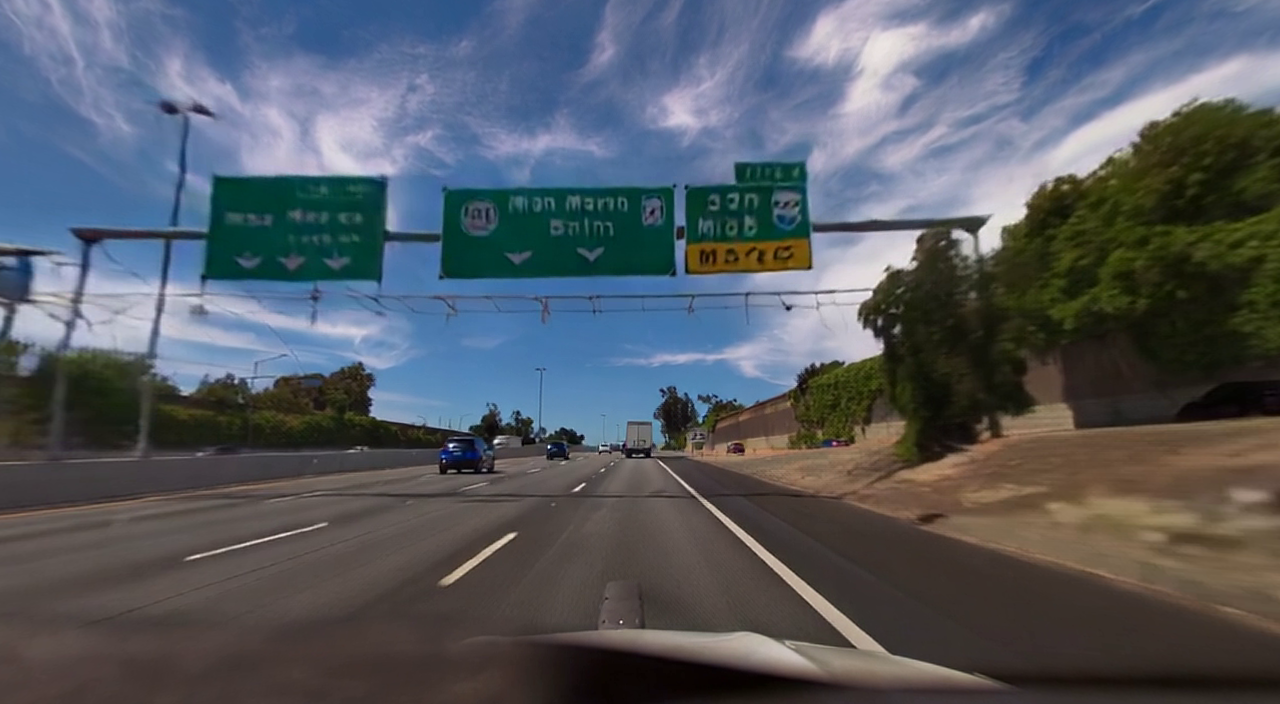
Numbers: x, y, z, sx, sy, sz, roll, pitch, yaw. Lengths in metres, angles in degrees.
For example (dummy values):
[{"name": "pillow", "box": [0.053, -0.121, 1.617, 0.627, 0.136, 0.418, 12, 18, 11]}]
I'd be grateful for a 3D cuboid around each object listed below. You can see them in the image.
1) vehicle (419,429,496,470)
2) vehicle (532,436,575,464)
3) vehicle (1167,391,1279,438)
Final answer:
[{"name": "vehicle", "box": [-10.609, 5.777, 37.337, 2.571, 2.169, 6.443, 0, -9, 1]}, {"name": "vehicle", "box": [-6.533, 7.497, 48.350, 2.502, 1.997, 5.697, 0, -9, 0]}, {"name": "vehicle", "box": [23.334, 2.228, 22.640, 2.401, 1.540, 6.222, 2, -10, -18]}]
